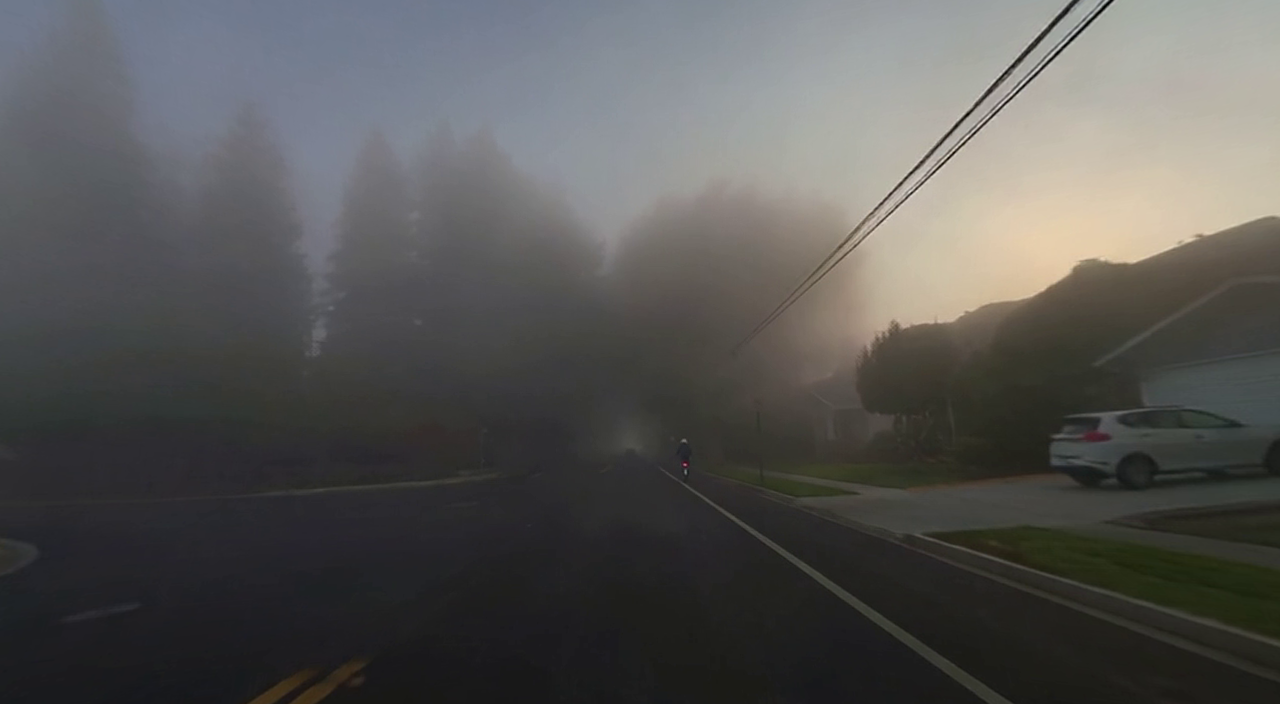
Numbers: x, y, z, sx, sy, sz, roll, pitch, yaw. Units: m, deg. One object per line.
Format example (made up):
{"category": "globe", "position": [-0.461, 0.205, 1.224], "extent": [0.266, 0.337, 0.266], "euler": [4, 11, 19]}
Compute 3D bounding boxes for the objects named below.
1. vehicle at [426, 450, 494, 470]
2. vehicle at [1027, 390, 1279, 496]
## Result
{"category": "vehicle", "position": [-13.781, 8.300, 48.593], "extent": [4.717, 1.465, 1.887], "euler": [1, -9, -4]}
{"category": "vehicle", "position": [10.309, 1.768, 12.318], "extent": [4.146, 1.866, 1.897], "euler": [-1, -9, 7]}
